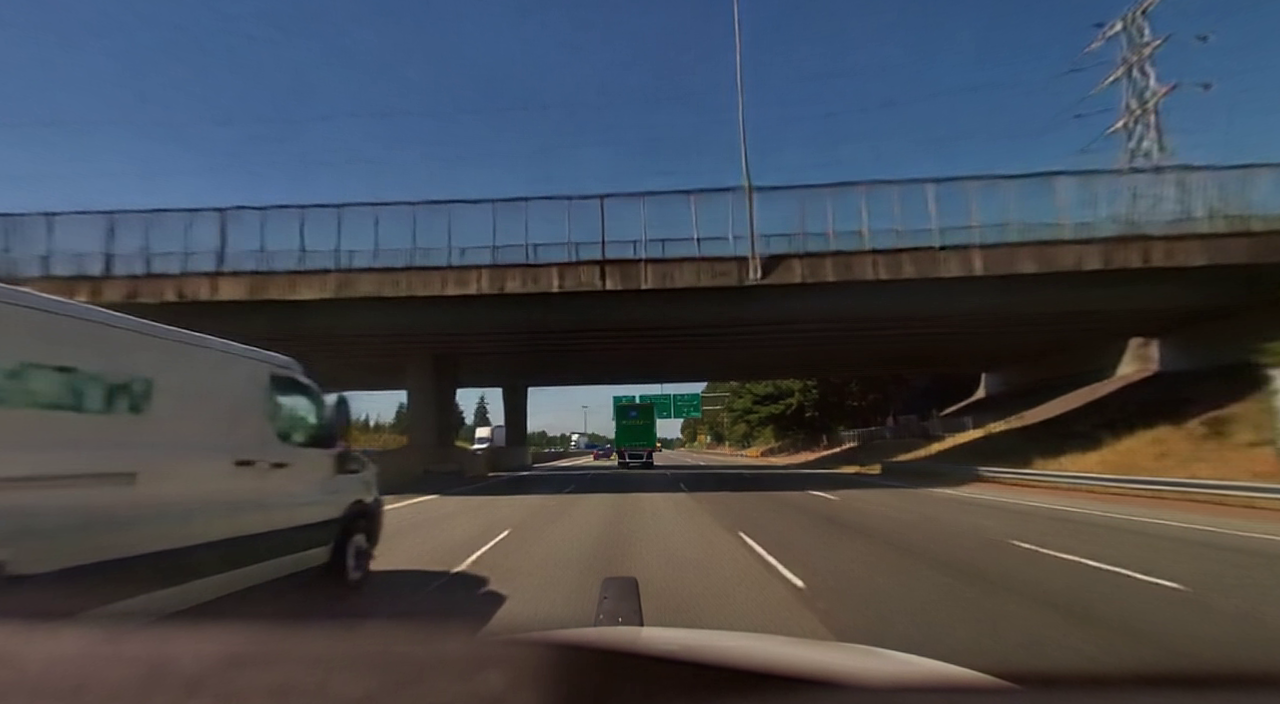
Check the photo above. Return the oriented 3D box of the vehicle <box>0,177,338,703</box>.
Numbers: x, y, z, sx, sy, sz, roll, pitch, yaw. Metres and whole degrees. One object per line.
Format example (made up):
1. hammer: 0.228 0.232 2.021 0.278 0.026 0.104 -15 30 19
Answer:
1. vehicle: -3.608 0.519 2.178 2.404 2.371 5.310 0 -9 0

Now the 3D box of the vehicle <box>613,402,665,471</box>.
1. vehicle: -0.165 5.900 43.031 3.025 4.002 12.709 0 -9 -1
